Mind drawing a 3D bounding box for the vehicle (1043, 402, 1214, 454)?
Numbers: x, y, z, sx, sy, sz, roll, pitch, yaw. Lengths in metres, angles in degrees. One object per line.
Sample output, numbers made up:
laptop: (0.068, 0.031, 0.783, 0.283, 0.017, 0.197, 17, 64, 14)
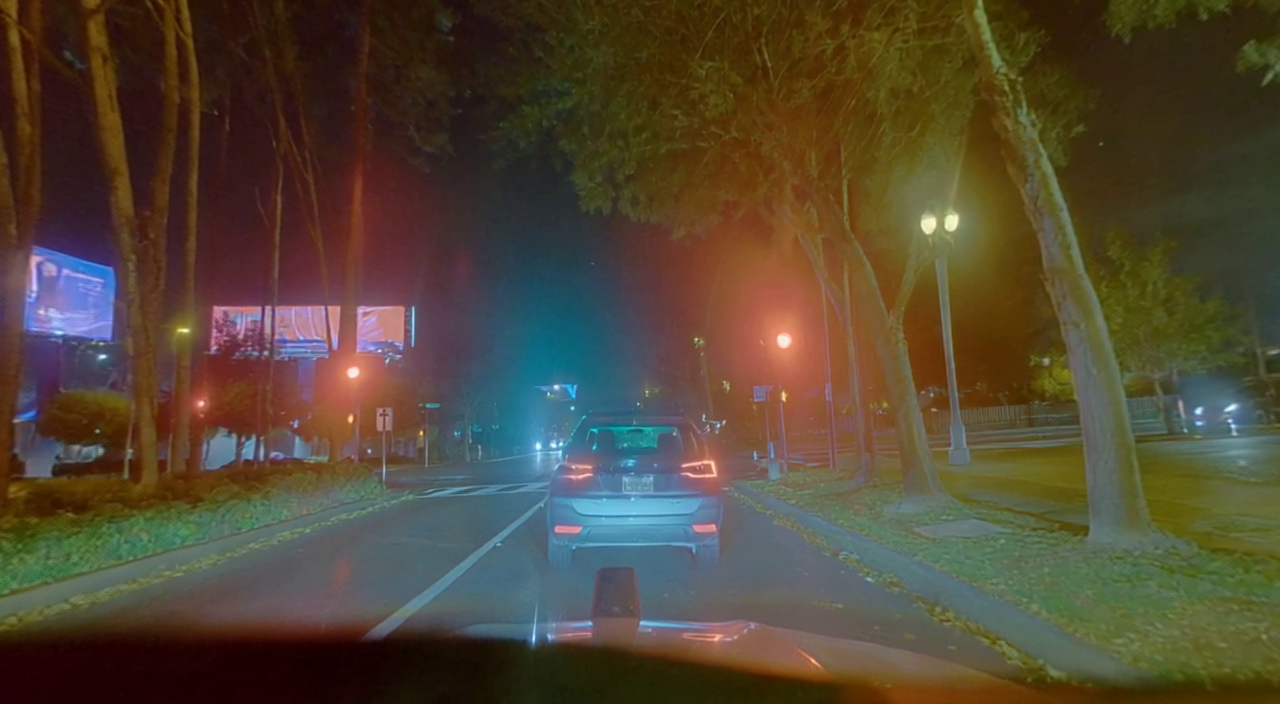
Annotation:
vehicle: (15.281, 2.445, 19.925, 3.750, 1.502, 1.781, -2, -8, 13)

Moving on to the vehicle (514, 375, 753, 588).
vehicle: (-0.056, 1.439, 7.673, 2.142, 1.904, 3.816, -1, -8, 0)
